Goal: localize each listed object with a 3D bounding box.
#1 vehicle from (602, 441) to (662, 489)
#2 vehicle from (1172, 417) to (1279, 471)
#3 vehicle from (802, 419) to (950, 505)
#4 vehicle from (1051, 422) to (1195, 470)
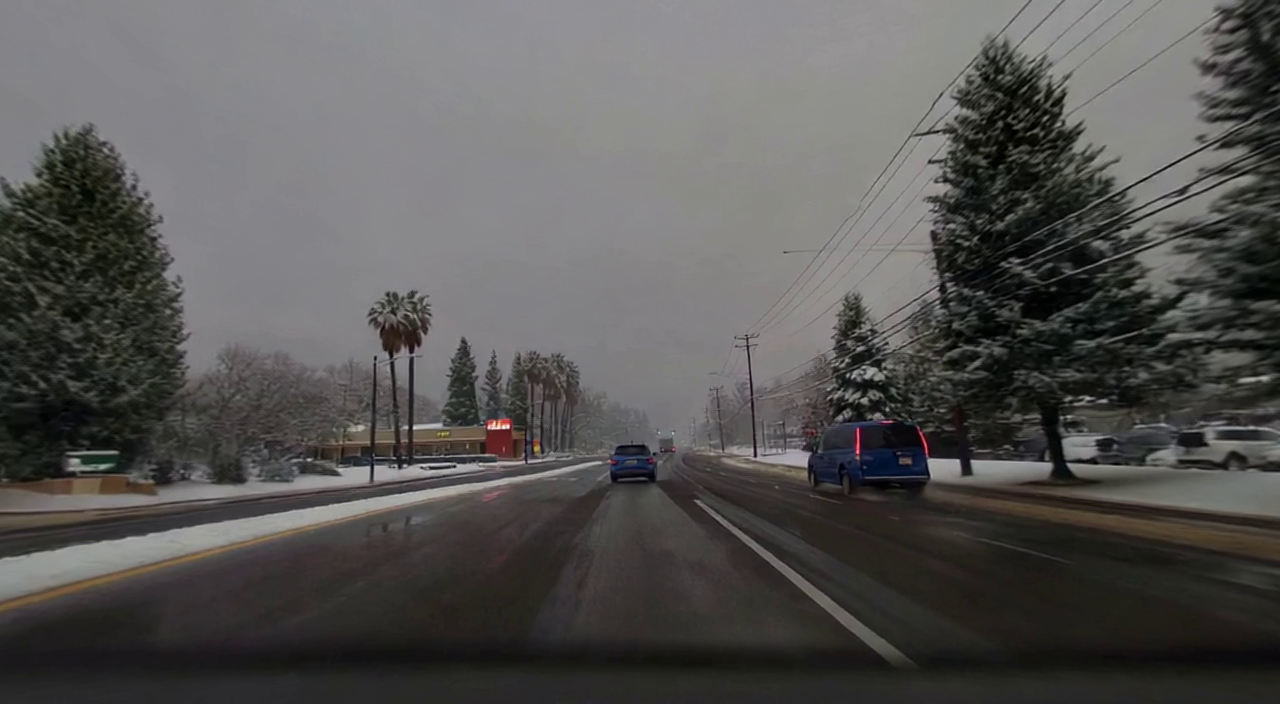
[{"bbox_3d":[-0.263,4.399,24.789,2.138,1.672,4.168,0,-9,0],"label":"vehicle"},{"bbox_3d":[20.378,2.989,20.486,4.228,1.654,1.996,0,-9,-1],"label":"vehicle"},{"bbox_3d":[5.926,2.832,16.516,2.107,1.928,4.471,0,-9,0],"label":"vehicle"},{"bbox_3d":[19.810,3.871,25.999,4.084,1.567,1.967,-5,-9,5],"label":"vehicle"}]
